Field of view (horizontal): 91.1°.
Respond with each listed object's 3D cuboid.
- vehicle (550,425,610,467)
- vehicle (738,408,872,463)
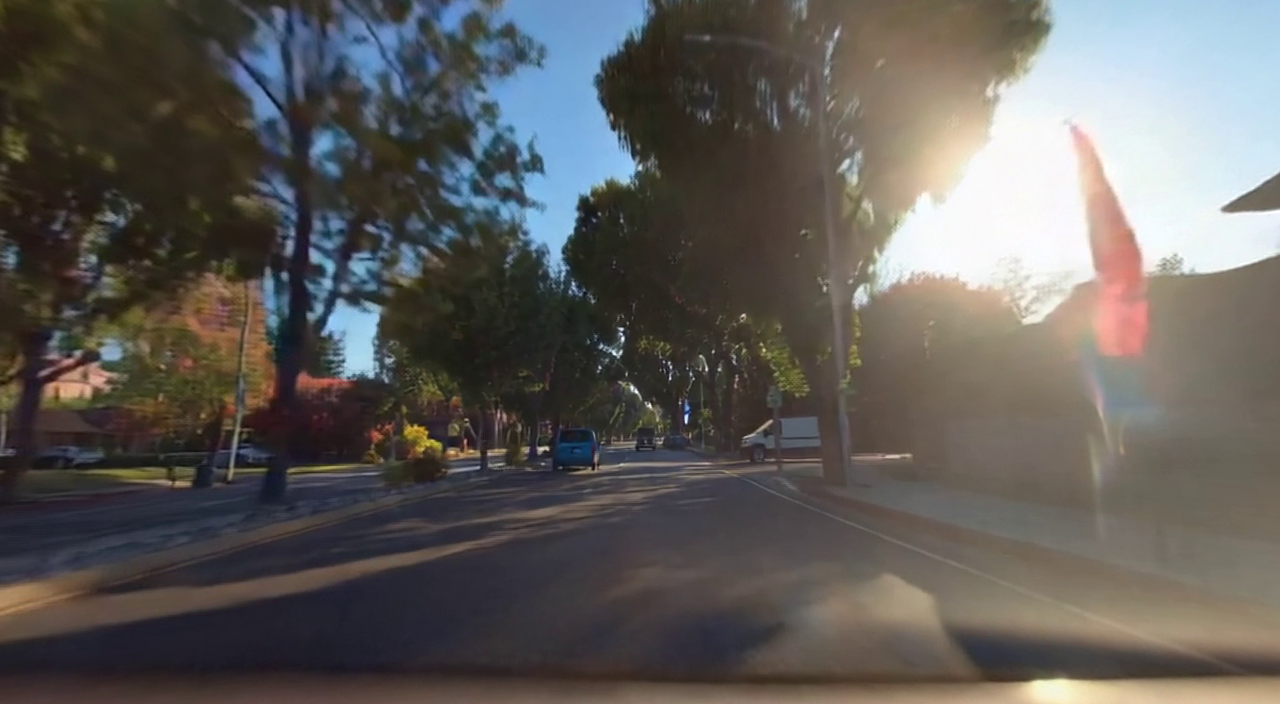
[{"bbox_3d":[-2.779,4.518,30.138,2.281,1.837,4.845,0,-8,1],"label":"vehicle"},{"bbox_3d":[9.509,4.888,36.964,7.177,2.935,3.132,0,-7,6],"label":"vehicle"}]
